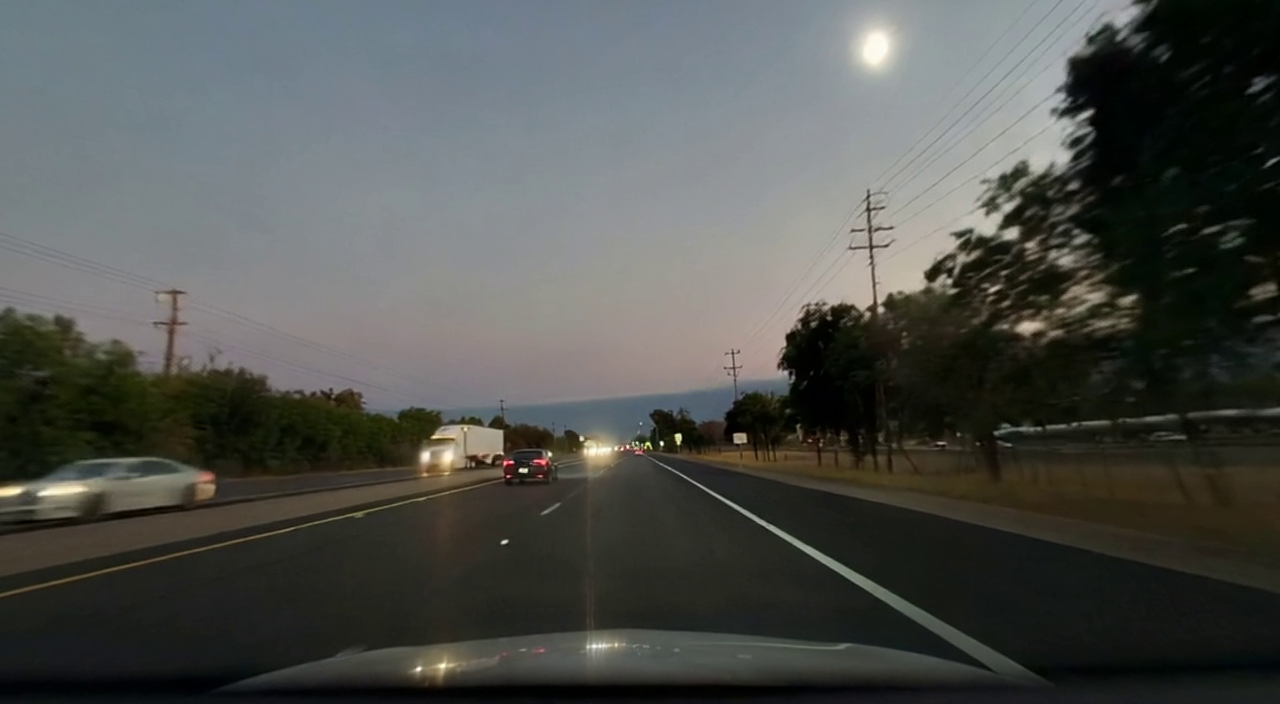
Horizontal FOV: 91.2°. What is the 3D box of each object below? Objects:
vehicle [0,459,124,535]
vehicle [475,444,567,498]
[{"bbox_3d":[-12.994,2.942,12.917,1.642,1.383,3.633,0,-9,-1],"label":"vehicle"},{"bbox_3d":[-3.704,3.805,20.399,2.123,1.545,4.404,0,-9,0],"label":"vehicle"}]
